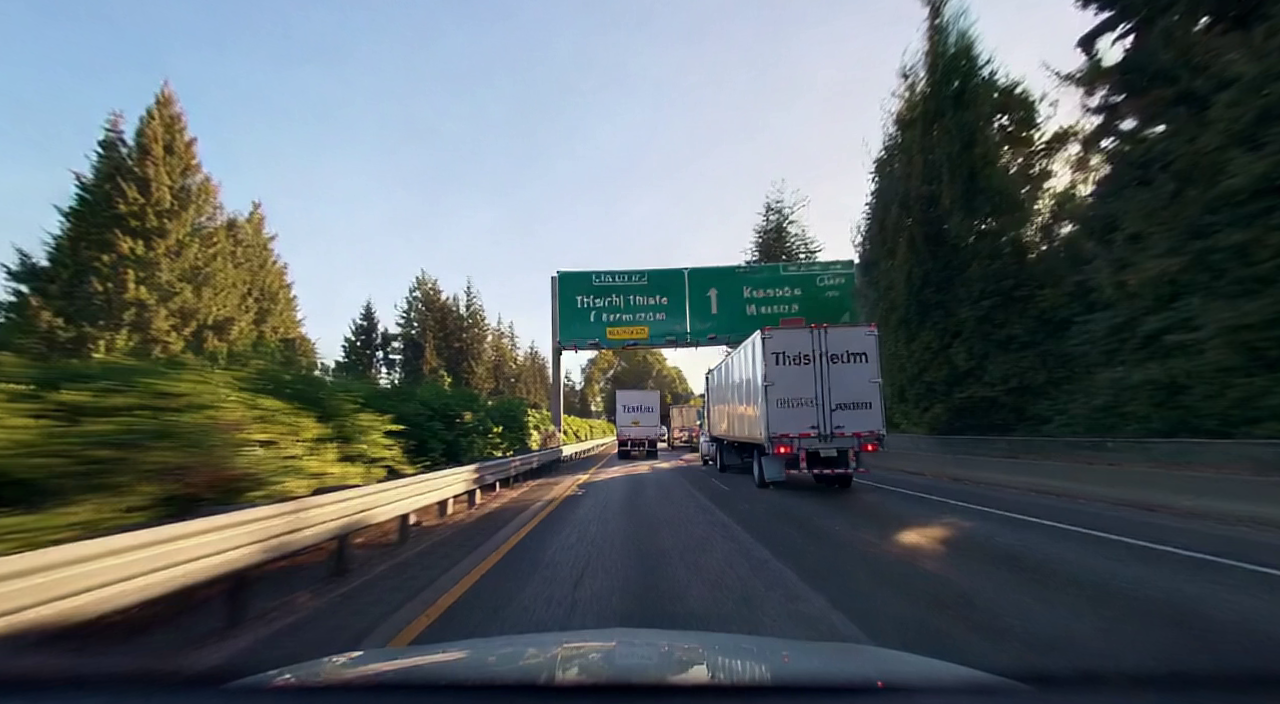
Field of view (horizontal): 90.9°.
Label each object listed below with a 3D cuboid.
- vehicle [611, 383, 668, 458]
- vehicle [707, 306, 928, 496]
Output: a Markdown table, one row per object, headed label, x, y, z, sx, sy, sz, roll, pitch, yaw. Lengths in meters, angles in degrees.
| label | x | y | z | sx | sy | sz | roll | pitch | yaw |
| --- | --- | --- | --- | --- | --- | --- | --- | --- | --- |
| vehicle | -0.114 | 4.227 | 37.908 | 2.958 | 3.917 | 10.196 | 0 | -8 | -1 |
| vehicle | 4.615 | 1.991 | 20.976 | 2.856 | 4.145 | 14.500 | 0 | -8 | -1 |
